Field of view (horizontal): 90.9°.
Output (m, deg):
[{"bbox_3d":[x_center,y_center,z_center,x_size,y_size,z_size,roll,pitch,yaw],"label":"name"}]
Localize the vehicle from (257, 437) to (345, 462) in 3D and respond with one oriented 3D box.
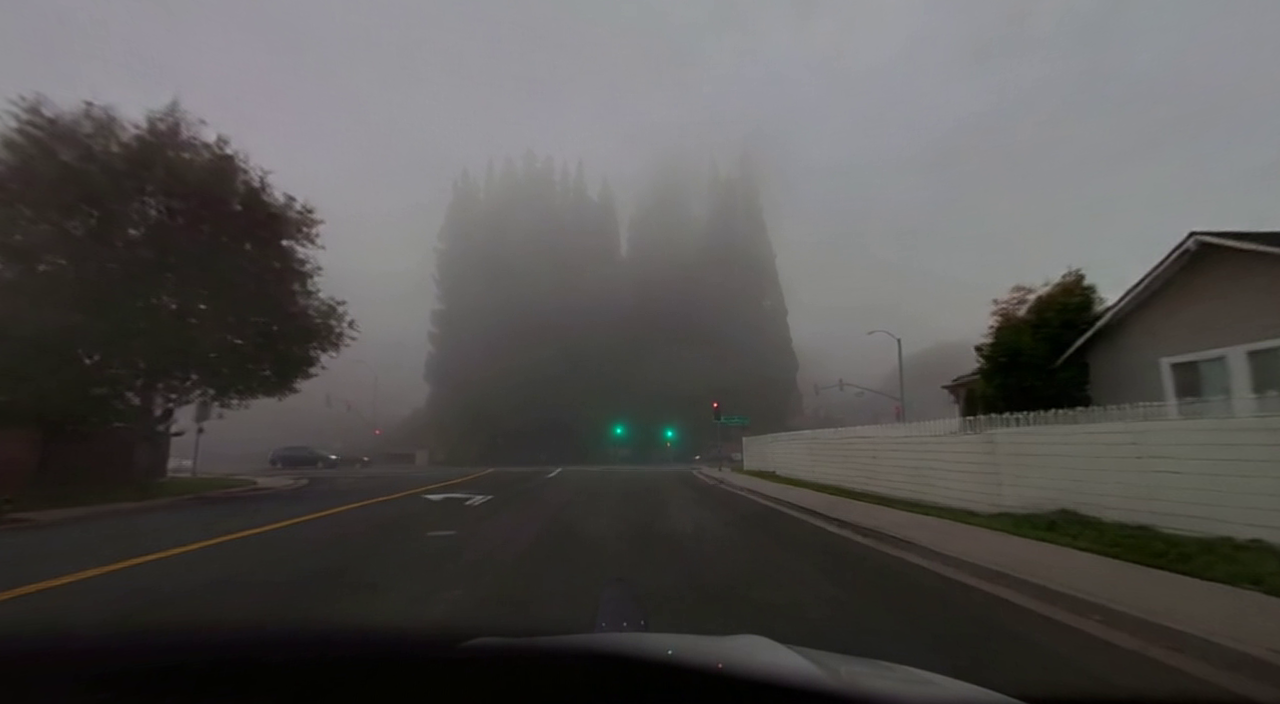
[{"bbox_3d":[-24.728,7.114,46.186,5.107,1.749,2.254,0,-8,-6],"label":"vehicle"}]
